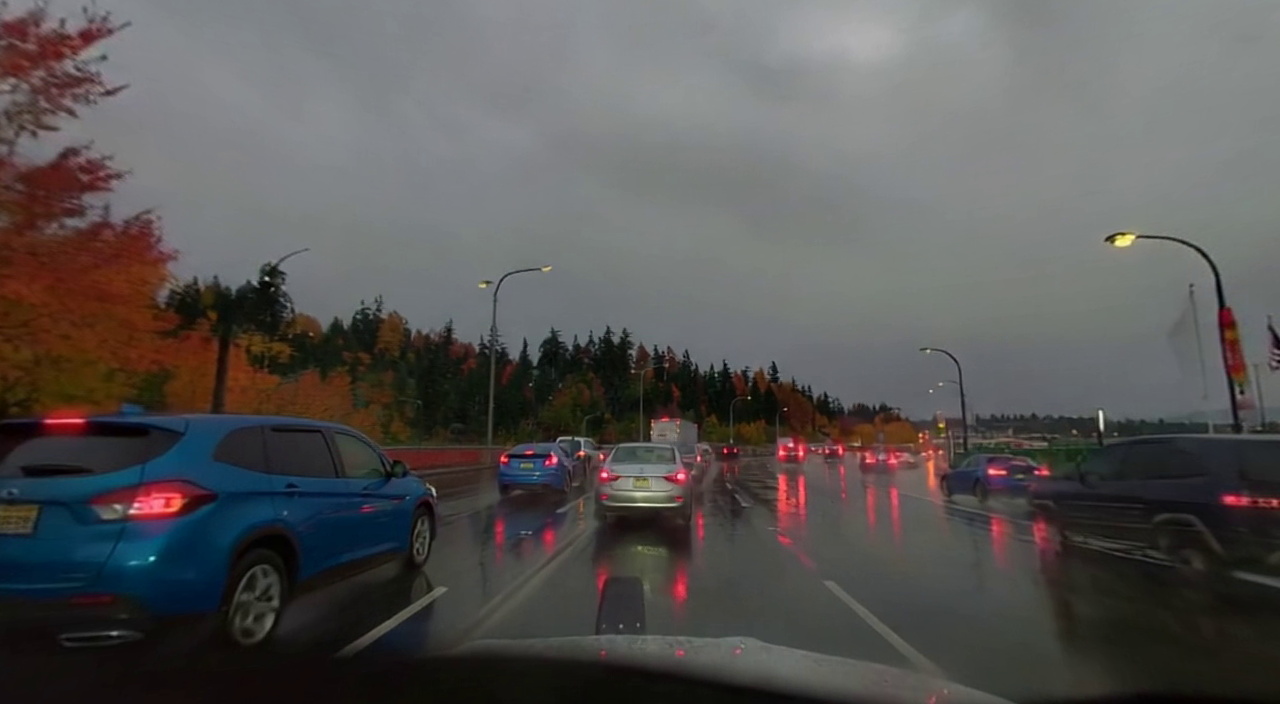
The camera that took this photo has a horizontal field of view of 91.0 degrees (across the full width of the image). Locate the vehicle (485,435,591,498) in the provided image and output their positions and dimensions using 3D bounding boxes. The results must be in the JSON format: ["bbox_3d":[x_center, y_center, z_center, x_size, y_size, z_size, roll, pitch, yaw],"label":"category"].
[{"bbox_3d":[-2.791,3.275,18.419,1.974,1.549,4.603,0,-9,5],"label":"vehicle"}]

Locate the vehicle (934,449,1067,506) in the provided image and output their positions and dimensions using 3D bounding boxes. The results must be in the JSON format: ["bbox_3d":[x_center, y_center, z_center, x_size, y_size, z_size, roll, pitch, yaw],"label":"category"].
[{"bbox_3d":[11.342,3.922,20.248,1.934,1.585,4.397,0,-9,5],"label":"vehicle"}]

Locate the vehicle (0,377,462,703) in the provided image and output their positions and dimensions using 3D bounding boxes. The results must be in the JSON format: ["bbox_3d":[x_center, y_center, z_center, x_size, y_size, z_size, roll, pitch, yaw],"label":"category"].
[{"bbox_3d":[-3.159,1.249,5.062,1.988,1.635,4.260,0,-9,3],"label":"vehicle"}]

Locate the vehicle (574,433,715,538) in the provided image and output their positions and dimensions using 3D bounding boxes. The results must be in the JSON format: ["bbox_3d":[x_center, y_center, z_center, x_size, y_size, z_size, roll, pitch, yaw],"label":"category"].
[{"bbox_3d":[0.214,2.288,11.488,2.090,1.506,4.276,0,-9,4],"label":"vehicle"}]

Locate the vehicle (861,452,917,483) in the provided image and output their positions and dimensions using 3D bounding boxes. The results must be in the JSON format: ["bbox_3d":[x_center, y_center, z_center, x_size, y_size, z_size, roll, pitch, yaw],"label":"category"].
[{"bbox_3d":[12.868,5.953,32.786,1.749,1.481,3.808,0,-9,6],"label":"vehicle"}]

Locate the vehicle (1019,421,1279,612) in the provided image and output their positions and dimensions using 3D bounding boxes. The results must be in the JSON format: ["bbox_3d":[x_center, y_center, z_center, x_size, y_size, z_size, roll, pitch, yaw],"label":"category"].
[{"bbox_3d":[6.512,1.636,6.859,2.011,1.610,4.568,0,-9,2],"label":"vehicle"}]

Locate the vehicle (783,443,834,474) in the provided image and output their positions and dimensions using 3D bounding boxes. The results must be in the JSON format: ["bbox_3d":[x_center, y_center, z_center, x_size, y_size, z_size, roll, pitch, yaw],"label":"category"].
[{"bbox_3d":[8.880,5.630,33.522,1.944,1.544,4.301,0,-9,7],"label":"vehicle"}]
